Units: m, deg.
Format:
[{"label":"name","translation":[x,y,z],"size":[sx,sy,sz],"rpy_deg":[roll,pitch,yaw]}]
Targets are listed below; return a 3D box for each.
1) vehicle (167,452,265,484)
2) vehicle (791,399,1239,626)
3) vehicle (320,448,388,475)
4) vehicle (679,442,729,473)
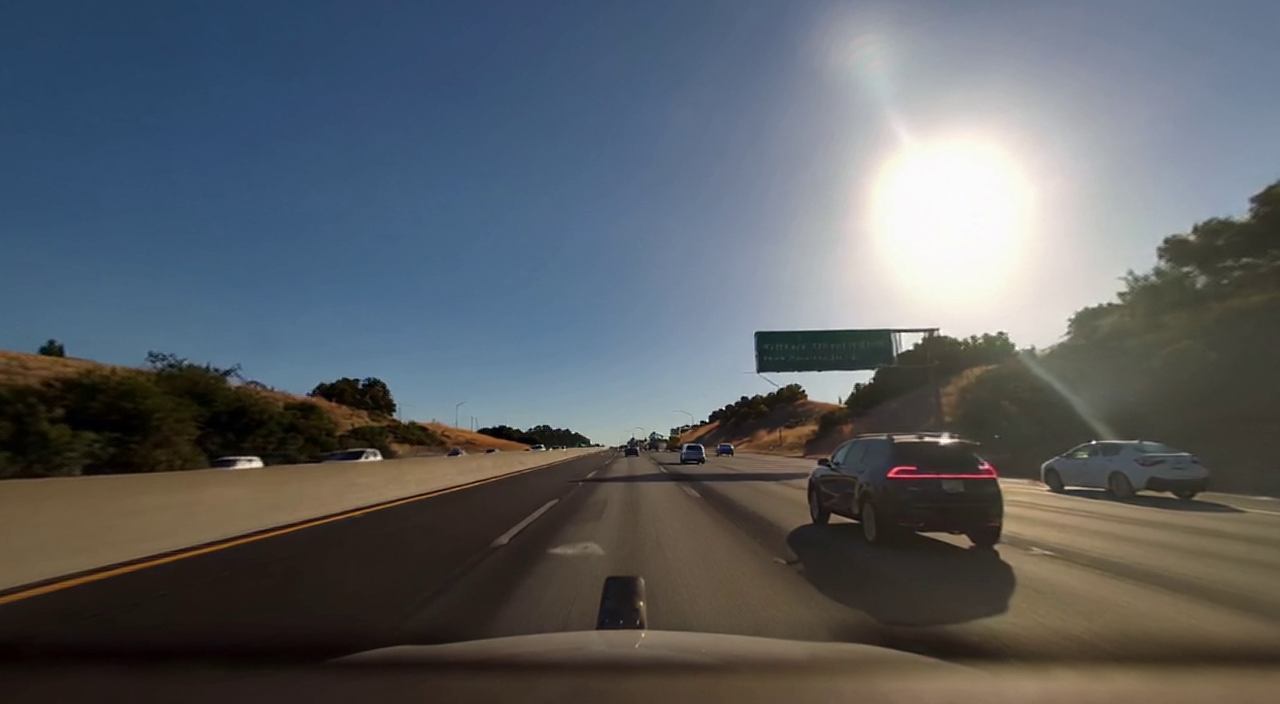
[{"label":"vehicle","translation":[-22.002,6.023,33.078],"size":[1.931,1.483,4.605],"rpy_deg":[0,-9,0]},{"label":"vehicle","translation":[3.242,1.486,6.876],"size":[1.977,1.601,4.598],"rpy_deg":[0,-9,-1]},{"label":"vehicle","translation":[-15.059,5.771,33.512],"size":[1.861,1.296,3.759],"rpy_deg":[0,-8,0]},{"label":"vehicle","translation":[3.190,5.395,32.511],"size":[2.038,1.477,4.313],"rpy_deg":[0,-9,-1]}]
